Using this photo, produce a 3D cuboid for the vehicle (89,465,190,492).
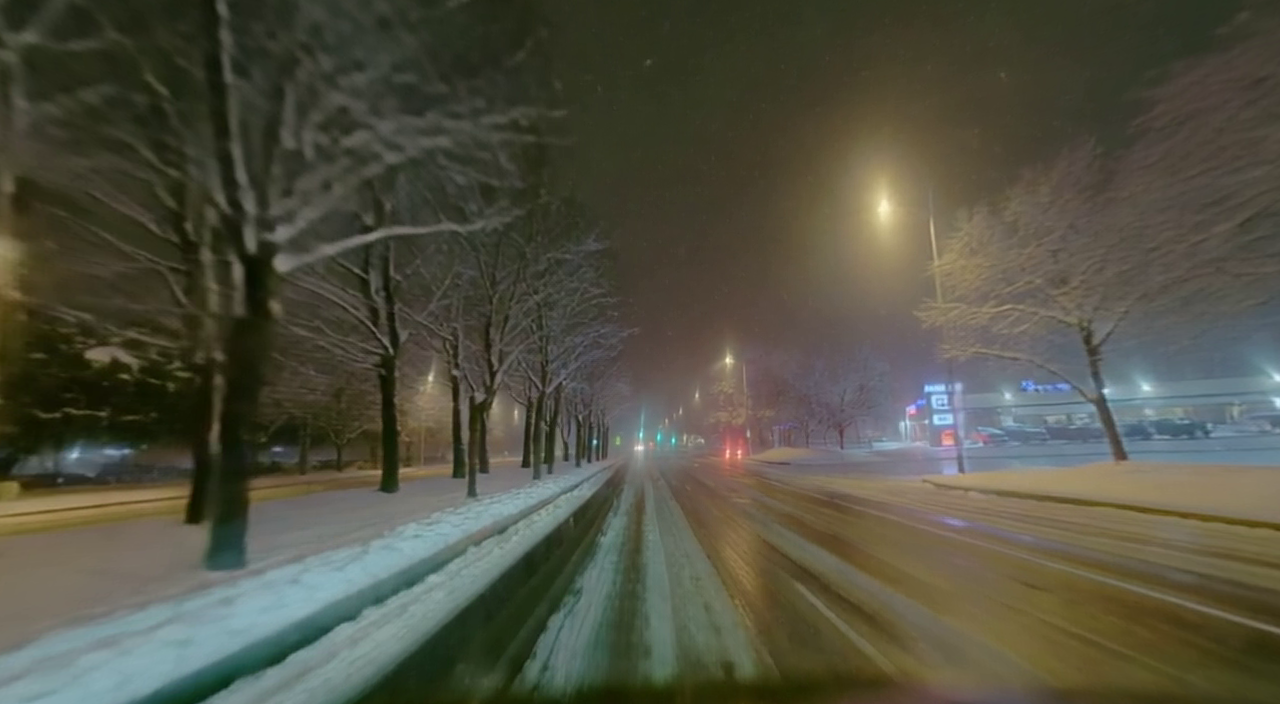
[{"bbox_3d":[-31.466,7.960,39.808,4.622,1.466,1.842,4,-9,-27],"label":"vehicle"}]
